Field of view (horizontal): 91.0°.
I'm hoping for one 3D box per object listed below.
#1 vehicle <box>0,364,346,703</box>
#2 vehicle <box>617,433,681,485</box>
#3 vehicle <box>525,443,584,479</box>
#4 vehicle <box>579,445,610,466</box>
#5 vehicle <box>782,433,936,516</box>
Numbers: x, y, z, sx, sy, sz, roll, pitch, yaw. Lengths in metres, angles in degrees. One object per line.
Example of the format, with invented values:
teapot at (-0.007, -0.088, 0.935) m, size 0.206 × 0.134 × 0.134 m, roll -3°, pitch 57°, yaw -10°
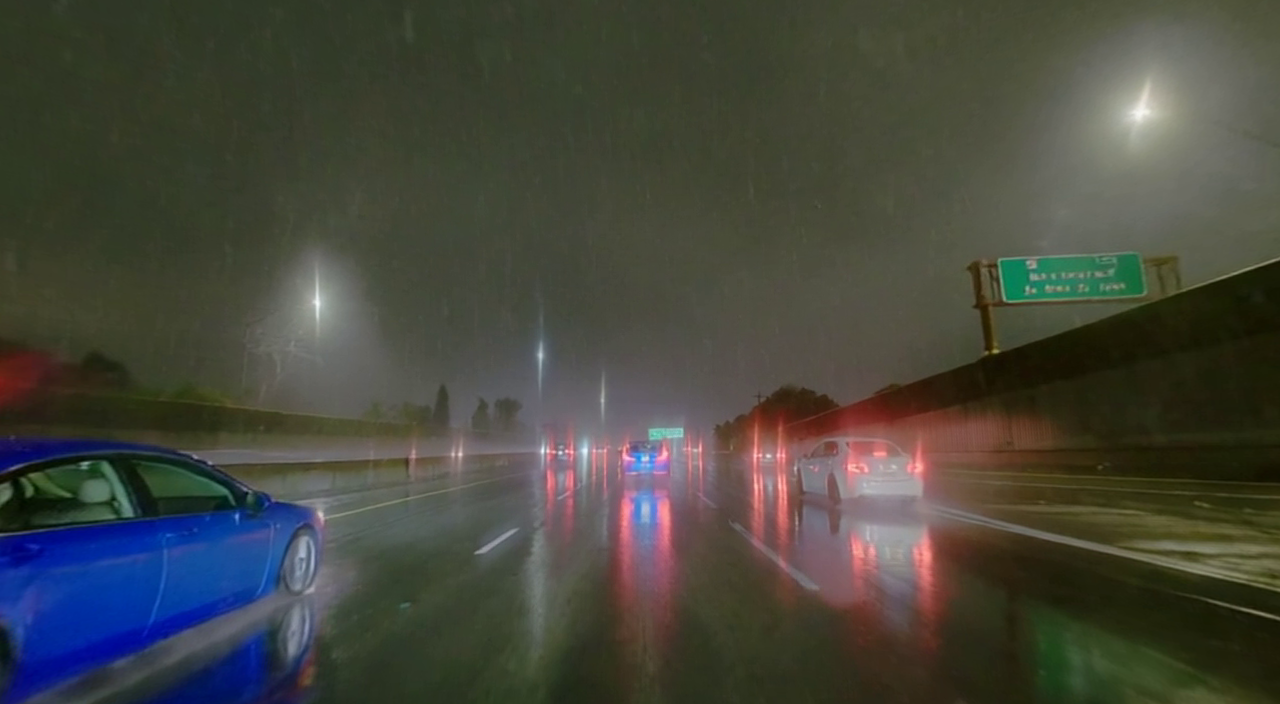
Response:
vehicle at (-3.913, 1.013, 3.712) m, size 2.160 × 1.639 × 4.431 m, roll 0°, pitch -9°, yaw 1°
vehicle at (0.320, 3.988, 23.660) m, size 2.202 × 1.748 × 4.158 m, roll 0°, pitch -8°, yaw 0°
vehicle at (-3.807, 4.930, 28.755) m, size 2.031 × 1.491 × 4.145 m, roll 0°, pitch -9°, yaw 1°
vehicle at (-3.403, 7.897, 48.089) m, size 1.969 × 1.480 × 4.077 m, roll 0°, pitch -9°, yaw 1°
vehicle at (4.957, 2.822, 15.036) m, size 2.055 × 1.656 × 4.370 m, roll 0°, pitch -9°, yaw -1°
